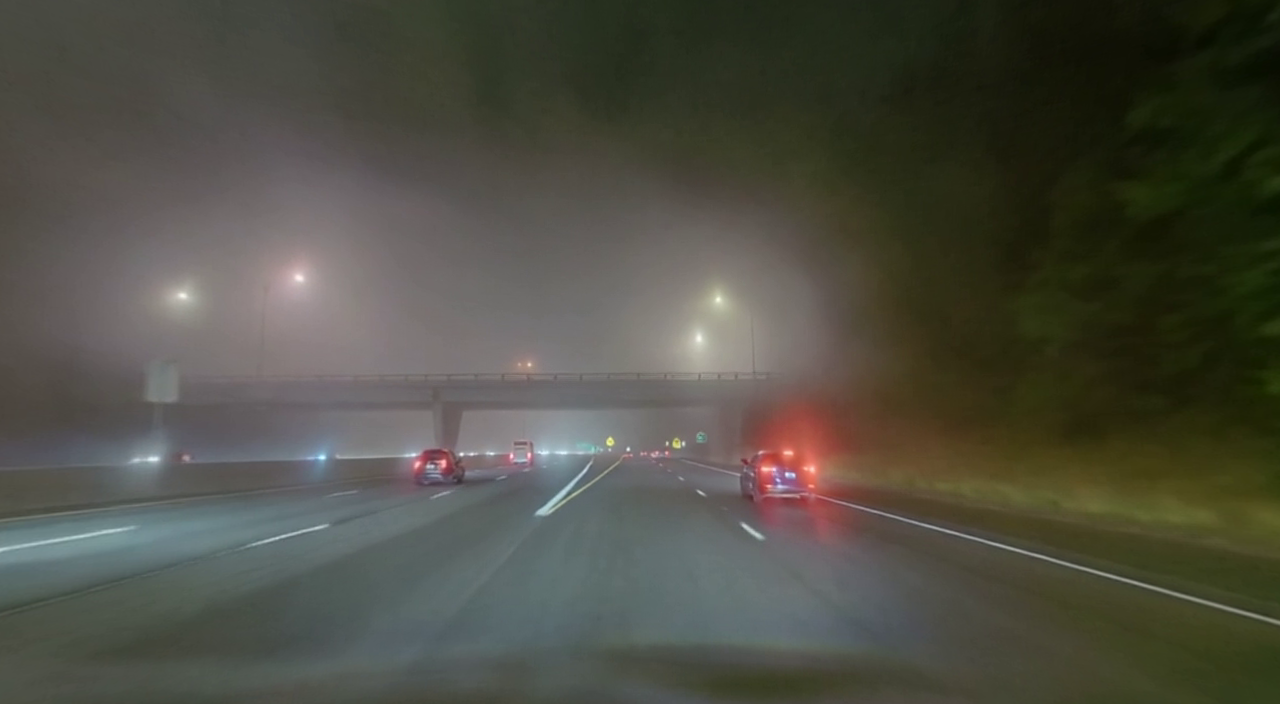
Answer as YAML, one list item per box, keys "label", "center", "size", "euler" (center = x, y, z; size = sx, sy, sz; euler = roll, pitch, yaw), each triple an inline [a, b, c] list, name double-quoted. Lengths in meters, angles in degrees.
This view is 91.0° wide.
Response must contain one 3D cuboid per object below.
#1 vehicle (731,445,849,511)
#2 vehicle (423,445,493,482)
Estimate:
- label: "vehicle"
  center: [3.860, 3.314, 17.073]
  size: [2.079, 1.535, 4.316]
  euler: [0, -9, -1]
- label: "vehicle"
  center: [-8.417, 5.178, 29.585]
  size: [2.072, 1.545, 4.687]
  euler: [1, -9, -3]
